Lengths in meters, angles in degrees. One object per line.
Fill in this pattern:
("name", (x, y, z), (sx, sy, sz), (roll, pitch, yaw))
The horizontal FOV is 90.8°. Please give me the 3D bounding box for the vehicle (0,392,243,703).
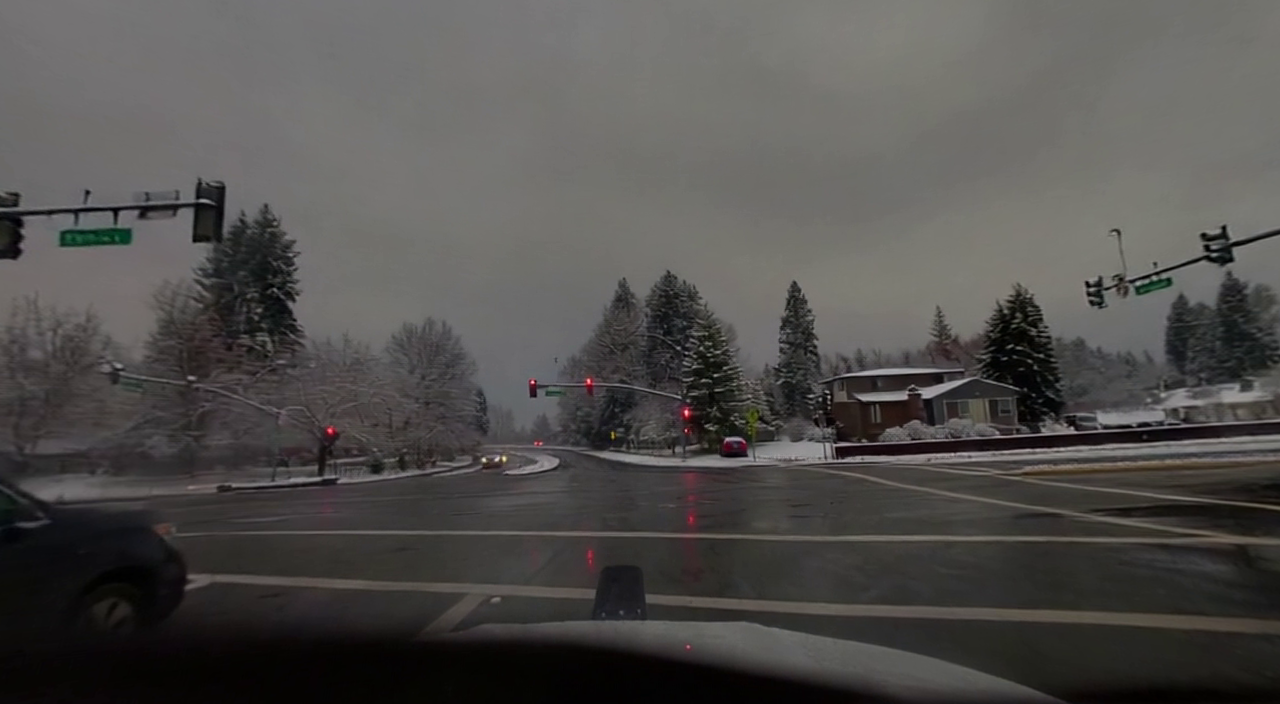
("vehicle", (-3.657, 0.901, 2.395), (1.777, 1.537, 3.831), (0, -9, 0))
